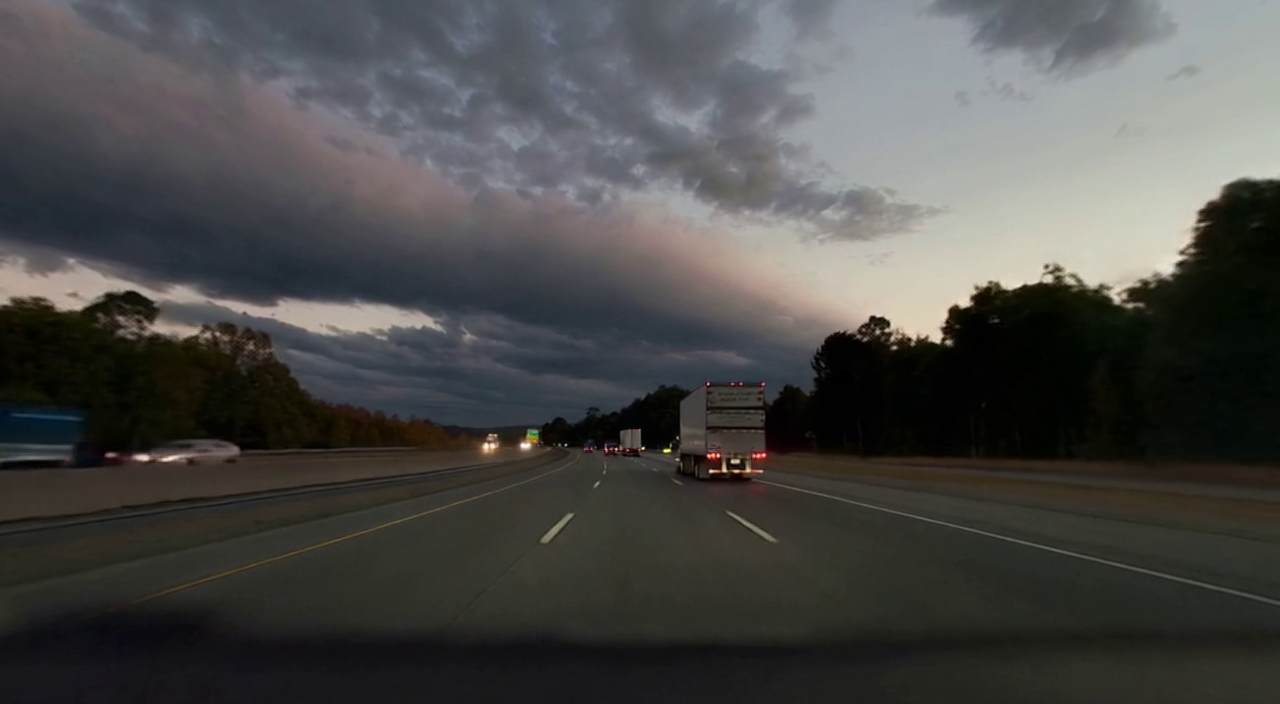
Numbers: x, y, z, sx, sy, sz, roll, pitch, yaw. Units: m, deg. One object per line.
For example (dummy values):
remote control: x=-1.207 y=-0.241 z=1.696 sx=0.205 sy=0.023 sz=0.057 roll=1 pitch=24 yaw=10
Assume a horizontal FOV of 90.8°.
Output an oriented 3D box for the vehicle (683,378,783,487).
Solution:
vehicle: x=3.759 y=3.646 z=27.834 sx=2.826 sy=4.035 sz=8.369 roll=1 pitch=-9 yaw=-2

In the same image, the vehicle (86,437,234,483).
vehicle: x=-17.618 y=3.992 z=23.496 sx=1.978 sy=1.503 sz=4.537 roll=0 pitch=-9 yaw=-1
